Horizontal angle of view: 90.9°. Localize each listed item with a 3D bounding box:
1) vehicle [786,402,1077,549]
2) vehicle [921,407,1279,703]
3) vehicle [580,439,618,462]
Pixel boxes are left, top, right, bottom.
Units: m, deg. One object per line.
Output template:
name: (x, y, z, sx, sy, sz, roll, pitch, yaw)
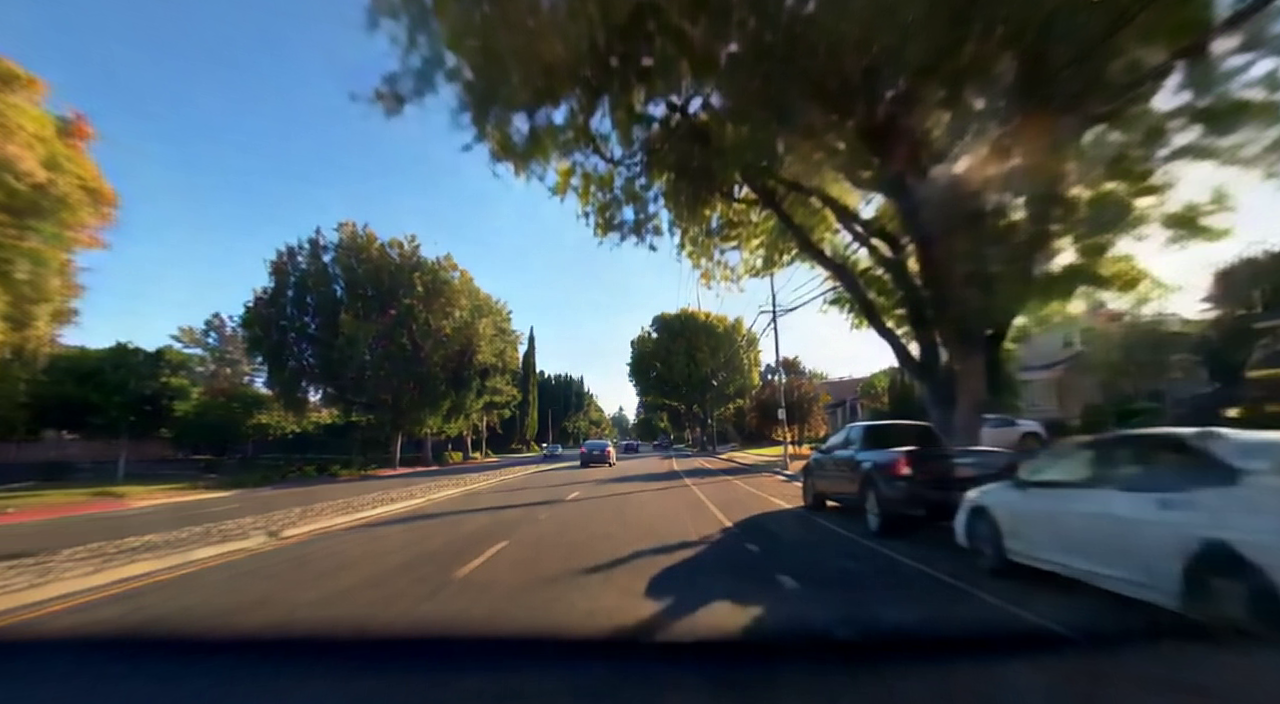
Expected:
vehicle: (4.430, 1.985, 10.922, 2.336, 1.885, 5.298, 0, -8, -2)
vehicle: (4.299, 1.292, 4.787, 2.241, 1.536, 4.682, 0, -8, 1)
vehicle: (-2.727, 6.695, 43.075, 2.084, 1.466, 4.522, -1, -8, 3)
